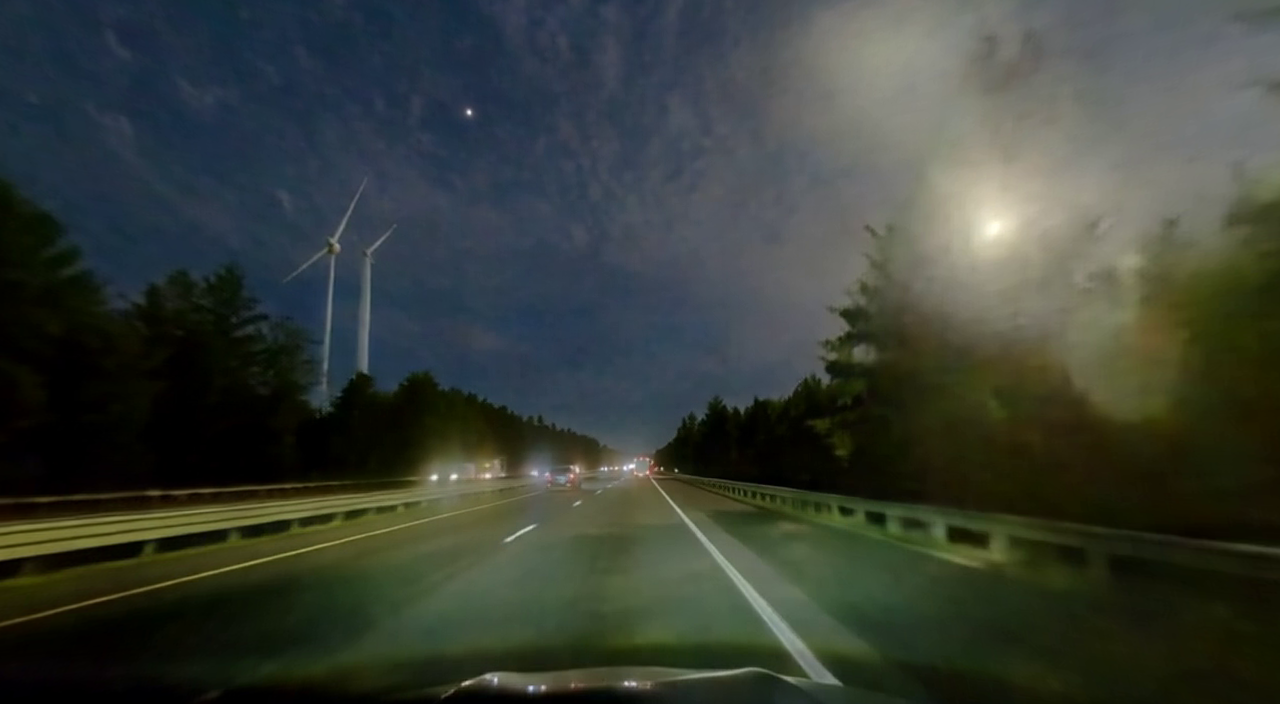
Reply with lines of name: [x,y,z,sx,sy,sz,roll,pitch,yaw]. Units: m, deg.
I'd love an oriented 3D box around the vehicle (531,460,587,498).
vehicle: [-3.943,6.317,31.467,2.124,1.705,4.440,1,-11,1]

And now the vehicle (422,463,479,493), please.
vehicle: [-12.497,8.343,41.906,2.064,1.818,5.180,0,-11,1]
